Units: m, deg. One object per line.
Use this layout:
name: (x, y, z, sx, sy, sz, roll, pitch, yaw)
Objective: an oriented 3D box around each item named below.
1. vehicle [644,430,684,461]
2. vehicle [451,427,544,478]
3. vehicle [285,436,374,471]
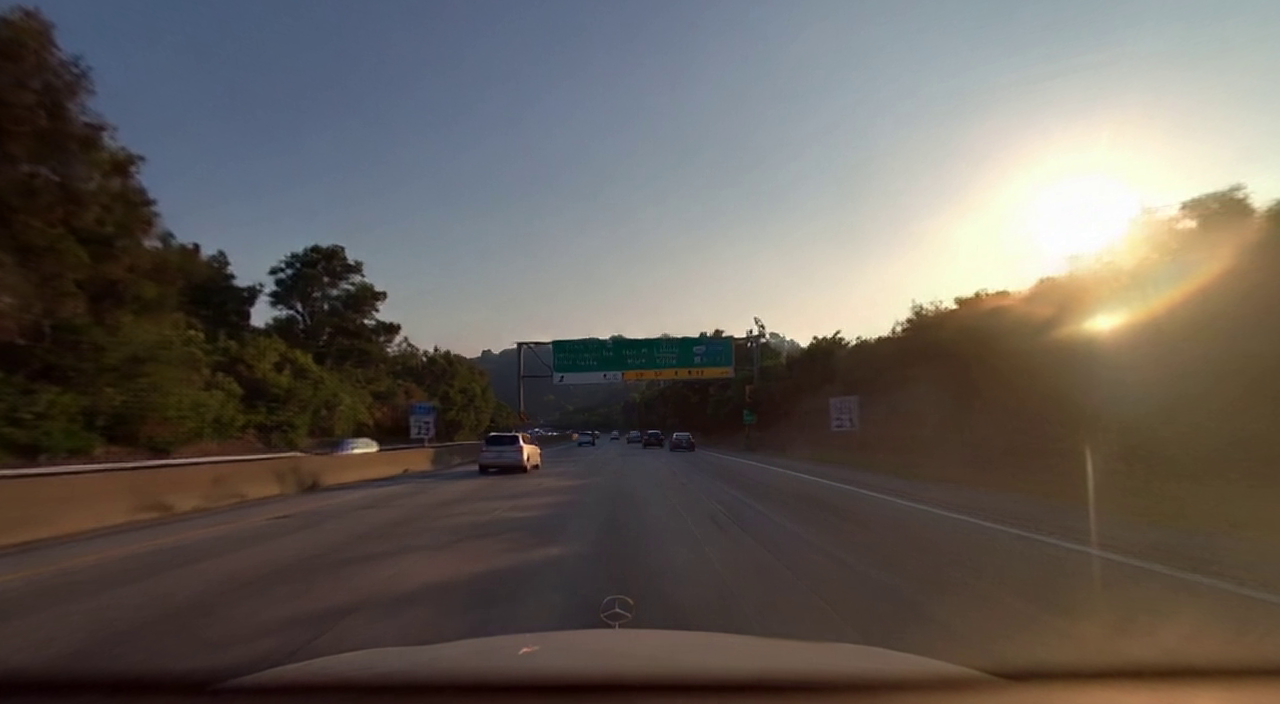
vehicle: (1.164, 4.683, 31.651, 1.869, 1.466, 3.356, 0, -8, 1)
vehicle: (-4.619, 3.311, 21.197, 2.023, 1.512, 4.804, 0, -8, 0)
vehicle: (-14.091, 4.597, 28.919, 1.891, 1.470, 4.480, 0, -8, -1)
